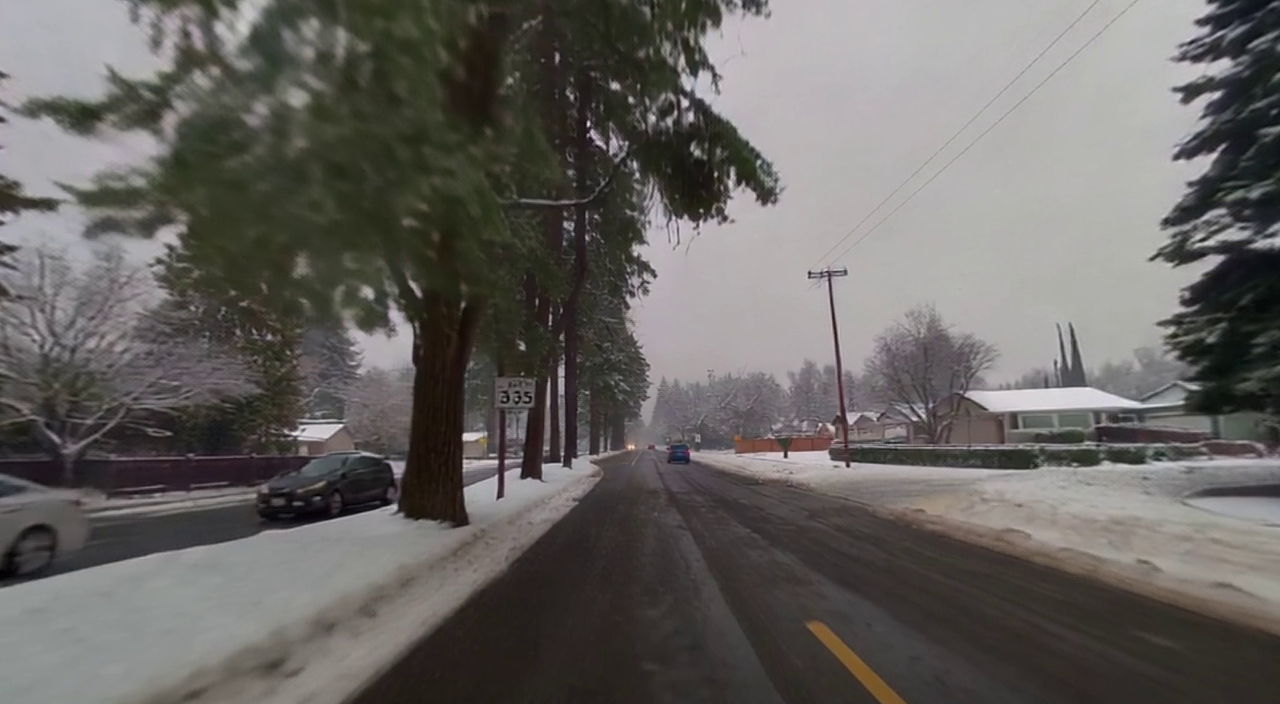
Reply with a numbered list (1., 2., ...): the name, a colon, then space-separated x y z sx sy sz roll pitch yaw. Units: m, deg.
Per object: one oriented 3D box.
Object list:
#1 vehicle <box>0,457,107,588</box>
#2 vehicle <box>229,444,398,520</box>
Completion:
1. vehicle: -8.403 1.867 6.484 1.939 1.469 4.465 0 -9 0
2. vehicle: -8.472 3.369 17.010 2.054 1.746 4.507 0 -9 1
